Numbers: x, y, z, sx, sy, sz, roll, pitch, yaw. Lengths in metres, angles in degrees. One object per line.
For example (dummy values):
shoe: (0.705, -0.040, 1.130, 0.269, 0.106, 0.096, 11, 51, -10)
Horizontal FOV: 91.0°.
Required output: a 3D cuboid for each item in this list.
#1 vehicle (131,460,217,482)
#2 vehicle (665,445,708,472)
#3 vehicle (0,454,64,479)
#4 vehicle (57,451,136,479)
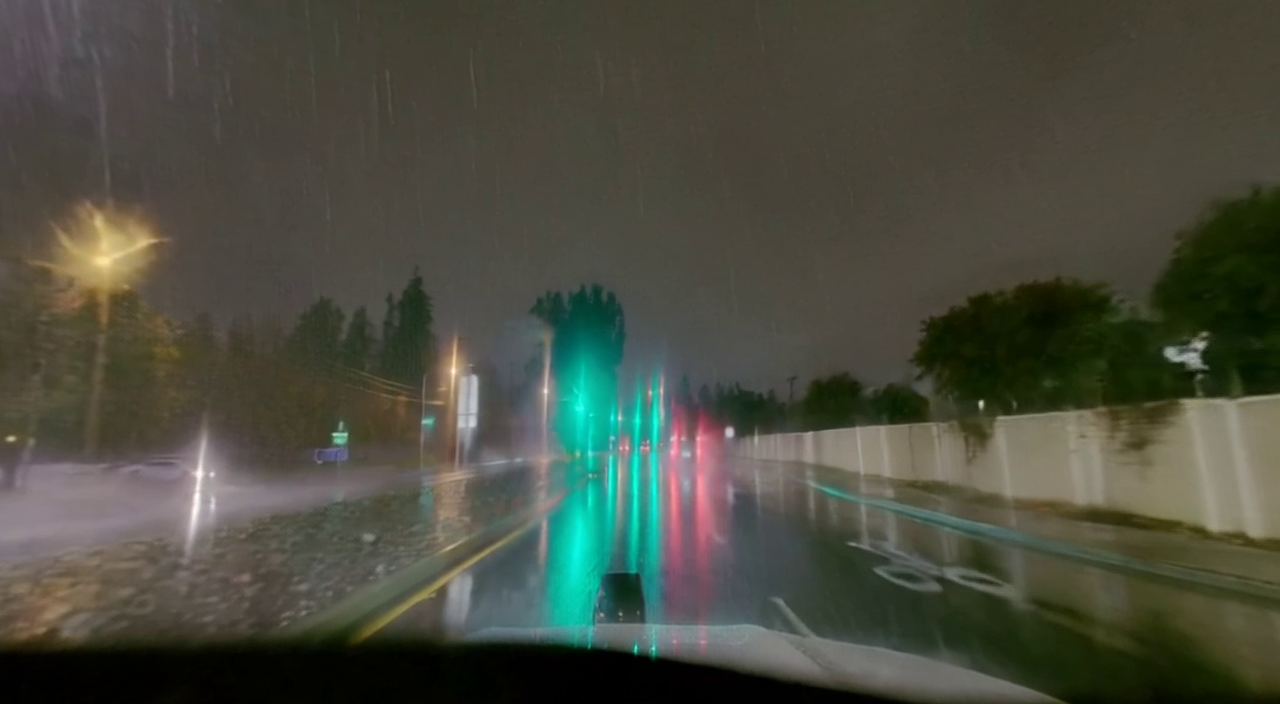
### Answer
vehicle: (-32.301, 8.256, 43.681, 4.384, 1.463, 1.969, 0, -9, 0)
vehicle: (2.633, 6.176, 36.720, 2.105, 1.490, 4.008, 0, -9, -1)
vehicle: (-47.945, 8.858, 49.057, 1.903, 1.810, 4.111, -1, -9, 6)
vehicle: (-42.738, 8.861, 49.630, 2.040, 1.792, 4.780, -4, -8, -1)
